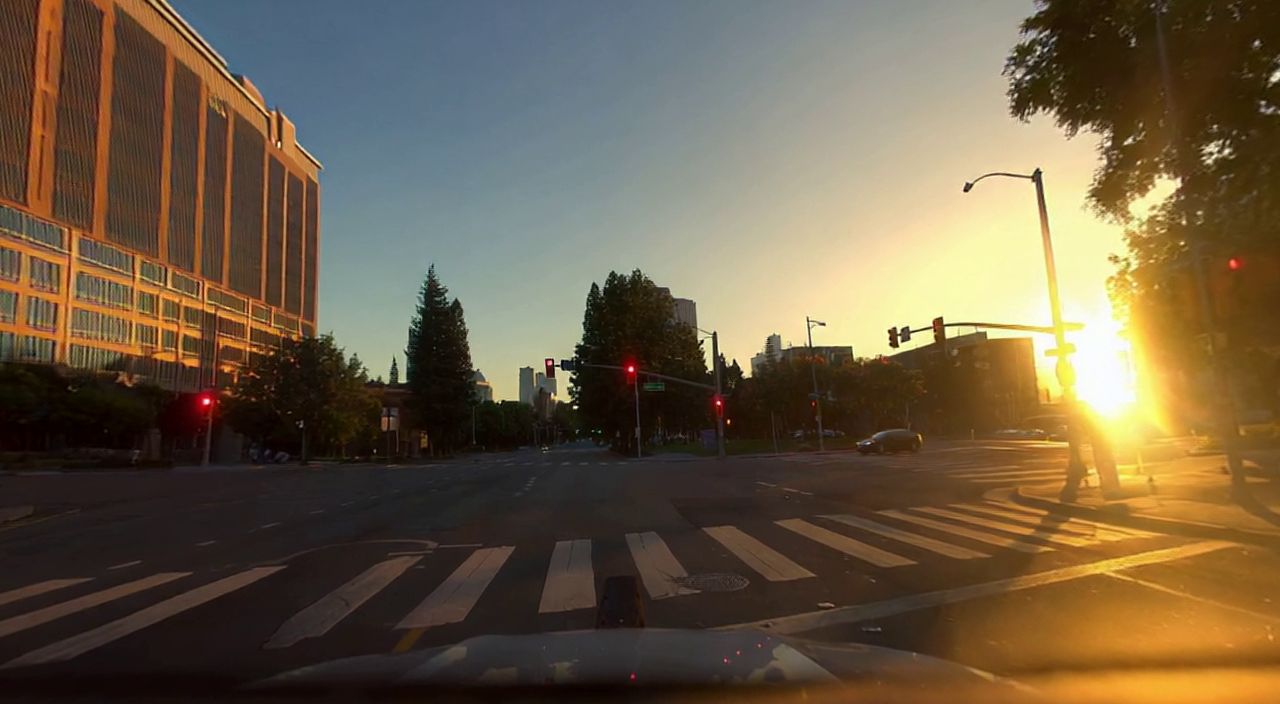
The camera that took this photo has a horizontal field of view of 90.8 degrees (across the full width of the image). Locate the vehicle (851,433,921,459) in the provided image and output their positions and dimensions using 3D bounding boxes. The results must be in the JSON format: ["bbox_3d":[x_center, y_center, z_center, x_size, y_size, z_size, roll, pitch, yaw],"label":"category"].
[{"bbox_3d":[17.621,6.738,45.235,4.600,1.783,1.970,4,-10,-26],"label":"vehicle"}]
